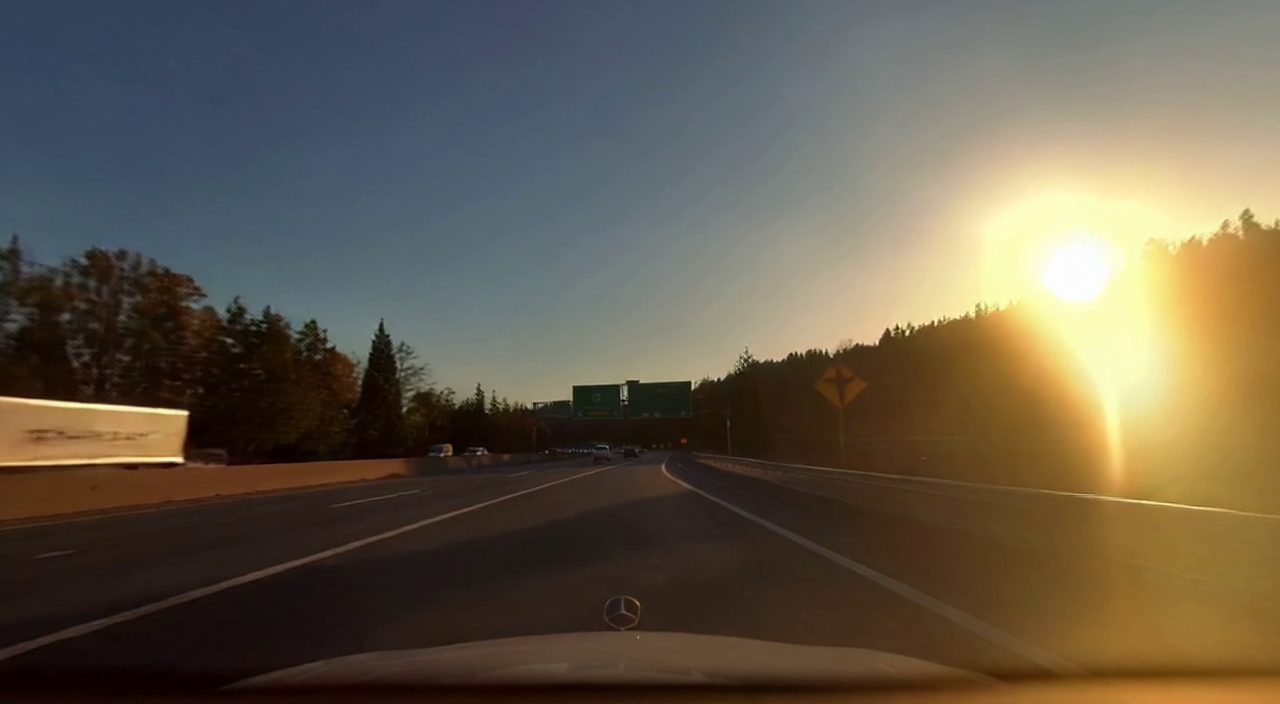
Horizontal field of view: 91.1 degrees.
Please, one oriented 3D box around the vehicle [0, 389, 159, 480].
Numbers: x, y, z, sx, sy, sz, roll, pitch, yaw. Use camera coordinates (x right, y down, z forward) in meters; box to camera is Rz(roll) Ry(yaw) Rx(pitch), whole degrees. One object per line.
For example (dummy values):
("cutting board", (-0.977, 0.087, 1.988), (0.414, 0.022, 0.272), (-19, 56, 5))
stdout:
("vehicle", (-28.489, 3.763, 28.244), (2.799, 3.794, 13.269), (-1, -9, 2))
